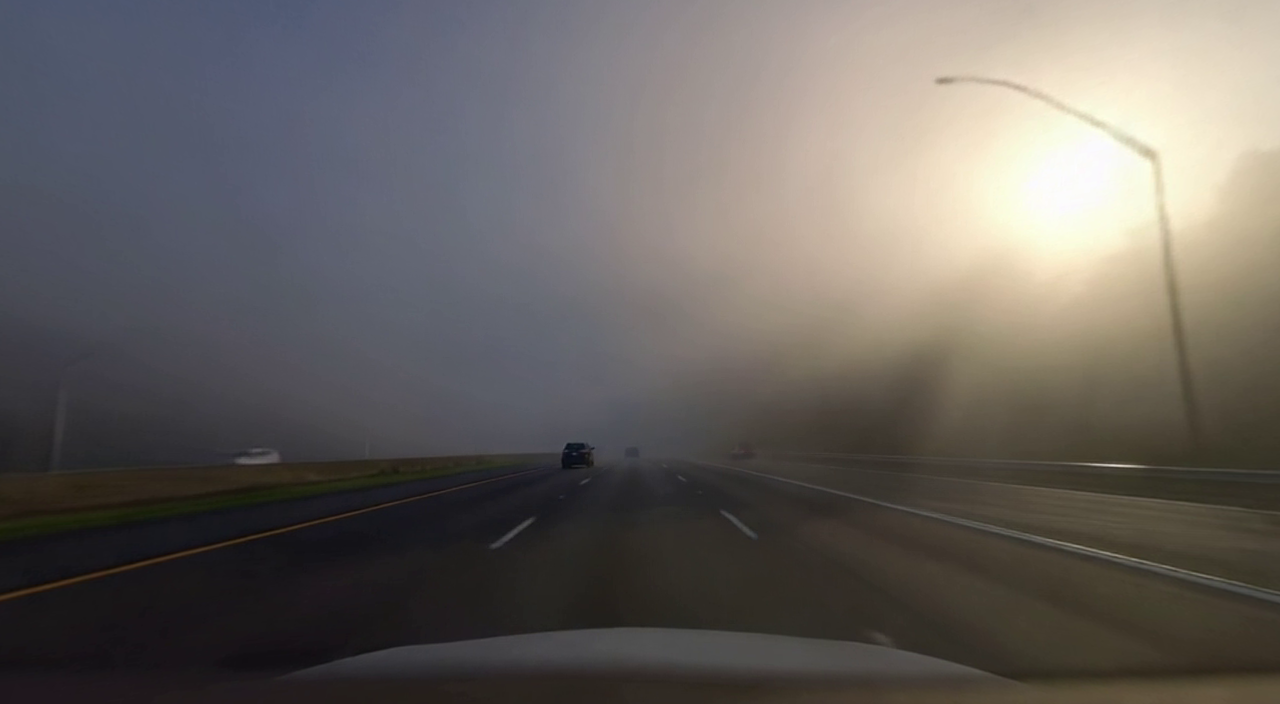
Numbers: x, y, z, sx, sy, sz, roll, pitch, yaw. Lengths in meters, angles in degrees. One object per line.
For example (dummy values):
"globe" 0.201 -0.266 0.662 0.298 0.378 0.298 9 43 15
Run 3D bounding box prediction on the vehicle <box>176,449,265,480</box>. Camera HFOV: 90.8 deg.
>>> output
"vehicle" -29.083 7.784 44.105 2.191 1.939 5.830 0 -9 0

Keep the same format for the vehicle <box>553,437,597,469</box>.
"vehicle" -3.819 6.055 37.913 2.114 1.774 4.427 0 -9 0
